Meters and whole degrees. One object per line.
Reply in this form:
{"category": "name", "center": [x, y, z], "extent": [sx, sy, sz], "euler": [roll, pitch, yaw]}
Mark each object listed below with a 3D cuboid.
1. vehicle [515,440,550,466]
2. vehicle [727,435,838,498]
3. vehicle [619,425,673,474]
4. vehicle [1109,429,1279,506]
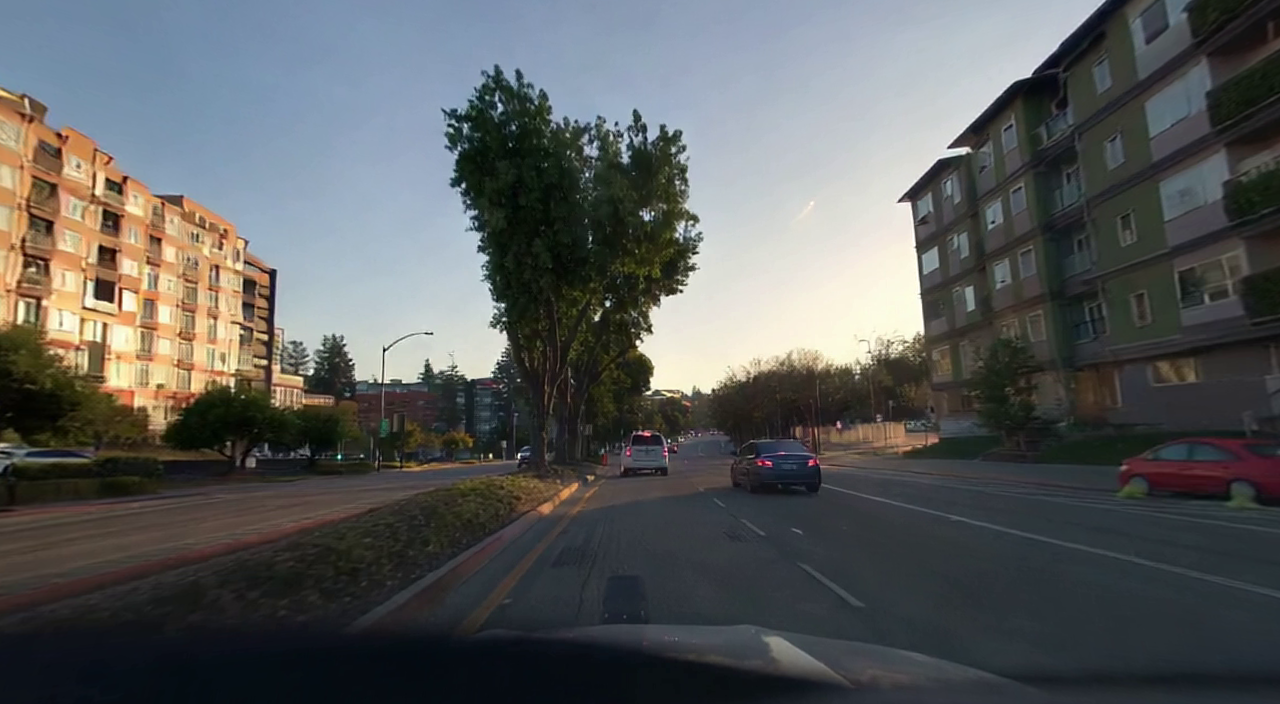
{"category": "vehicle", "center": [-8.386, 7.920, 49.574], "extent": [1.873, 1.894, 4.186], "euler": [-1, -8, 2]}
{"category": "vehicle", "center": [3.723, 3.080, 17.379], "extent": [2.075, 1.486, 4.316], "euler": [0, -8, 0]}
{"category": "vehicle", "center": [0.181, 4.690, 30.388], "extent": [2.396, 2.143, 4.824], "euler": [0, -8, -2]}
{"category": "vehicle", "center": [13.436, 2.584, 14.508], "extent": [1.851, 1.492, 4.277], "euler": [0, -8, -2]}
